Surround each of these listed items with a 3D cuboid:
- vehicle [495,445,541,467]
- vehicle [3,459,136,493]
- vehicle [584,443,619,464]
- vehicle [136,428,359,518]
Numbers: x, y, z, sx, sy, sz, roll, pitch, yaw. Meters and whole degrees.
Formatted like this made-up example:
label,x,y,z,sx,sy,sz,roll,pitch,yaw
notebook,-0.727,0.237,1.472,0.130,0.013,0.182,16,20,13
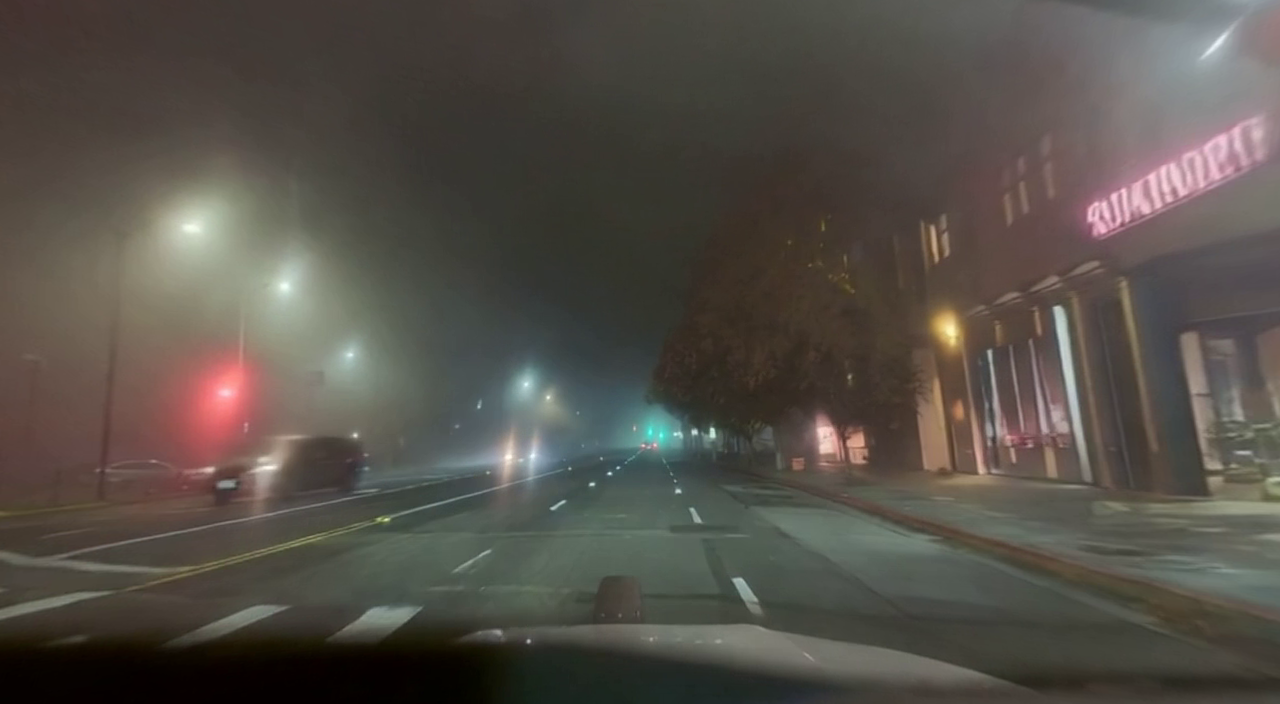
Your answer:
label,x,y,z,sx,sy,sz,roll,pitch,yaw
vehicle,-8.331,7.131,43.494,2.050,1.457,4.338,-1,-9,3
vehicle,-28.168,6.086,31.369,1.755,1.445,4.485,-5,-10,29
vehicle,-2.610,7.036,43.872,1.962,1.420,4.021,-1,-9,4
vehicle,-9.209,2.861,15.514,2.281,1.834,4.736,-1,-9,2
